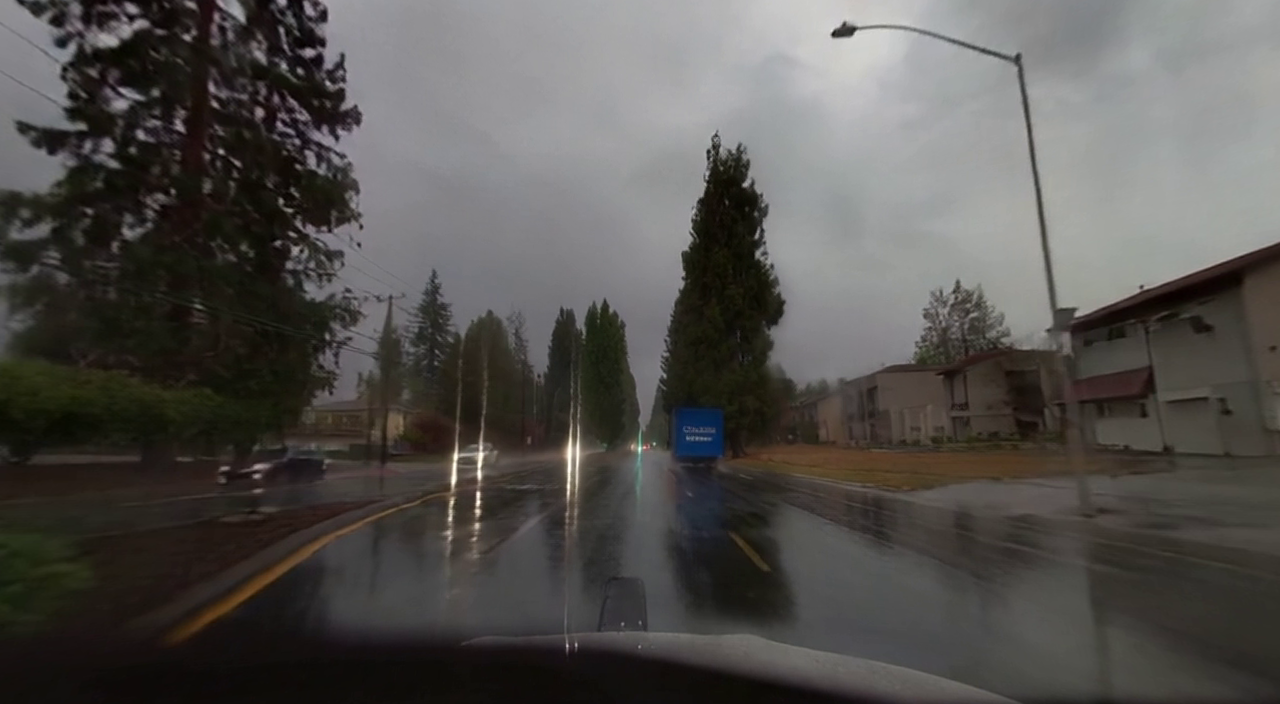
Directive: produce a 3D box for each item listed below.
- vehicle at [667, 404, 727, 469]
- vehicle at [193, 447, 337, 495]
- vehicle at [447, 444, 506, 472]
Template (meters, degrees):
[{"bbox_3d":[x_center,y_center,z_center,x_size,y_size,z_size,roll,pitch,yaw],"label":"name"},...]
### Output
[{"bbox_3d":[3.632,5.725,42.273,2.973,3.848,9.336,0,-8,-1],"label":"vehicle"},{"bbox_3d":[-11.951,3.773,20.392,1.973,1.368,4.253,0,-8,1],"label":"vehicle"},{"bbox_3d":[-8.981,5.867,34.936,2.011,1.460,4.420,0,-8,1],"label":"vehicle"}]
